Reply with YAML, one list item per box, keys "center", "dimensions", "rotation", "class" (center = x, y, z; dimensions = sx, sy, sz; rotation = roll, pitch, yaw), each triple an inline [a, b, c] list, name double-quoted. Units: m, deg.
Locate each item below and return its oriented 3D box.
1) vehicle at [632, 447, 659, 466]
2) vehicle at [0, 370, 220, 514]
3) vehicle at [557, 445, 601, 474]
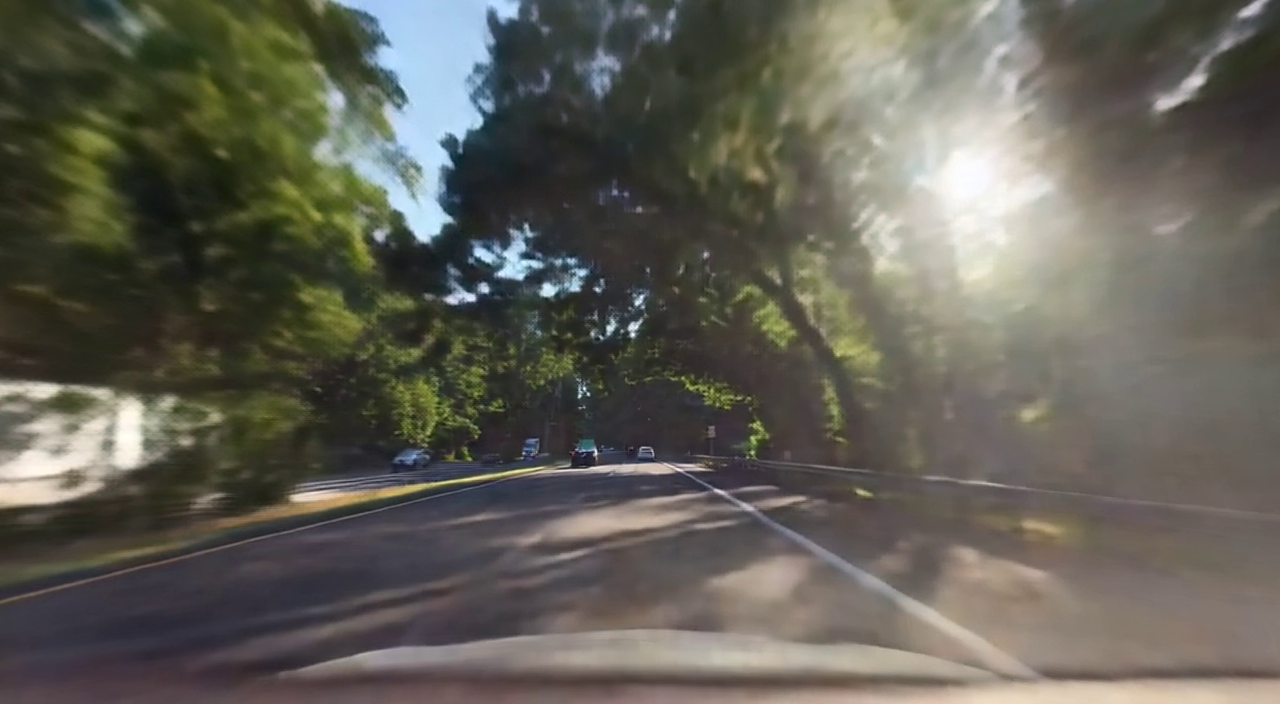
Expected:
- center: [0.391, 7.966, 48.109]
  dimensions: [1.989, 1.402, 3.831]
  rotation: [0, -9, -1]
  class: "vehicle"
- center: [-19.103, 2.786, 19.298]
  dimensions: [2.881, 3.904, 14.146]
  rotation: [0, -9, -1]
  class: "vehicle"
- center: [-3.332, 5.972, 35.314]
  dimensions: [2.112, 1.498, 4.117]
  rotation: [0, -9, -1]
  class: "vehicle"
